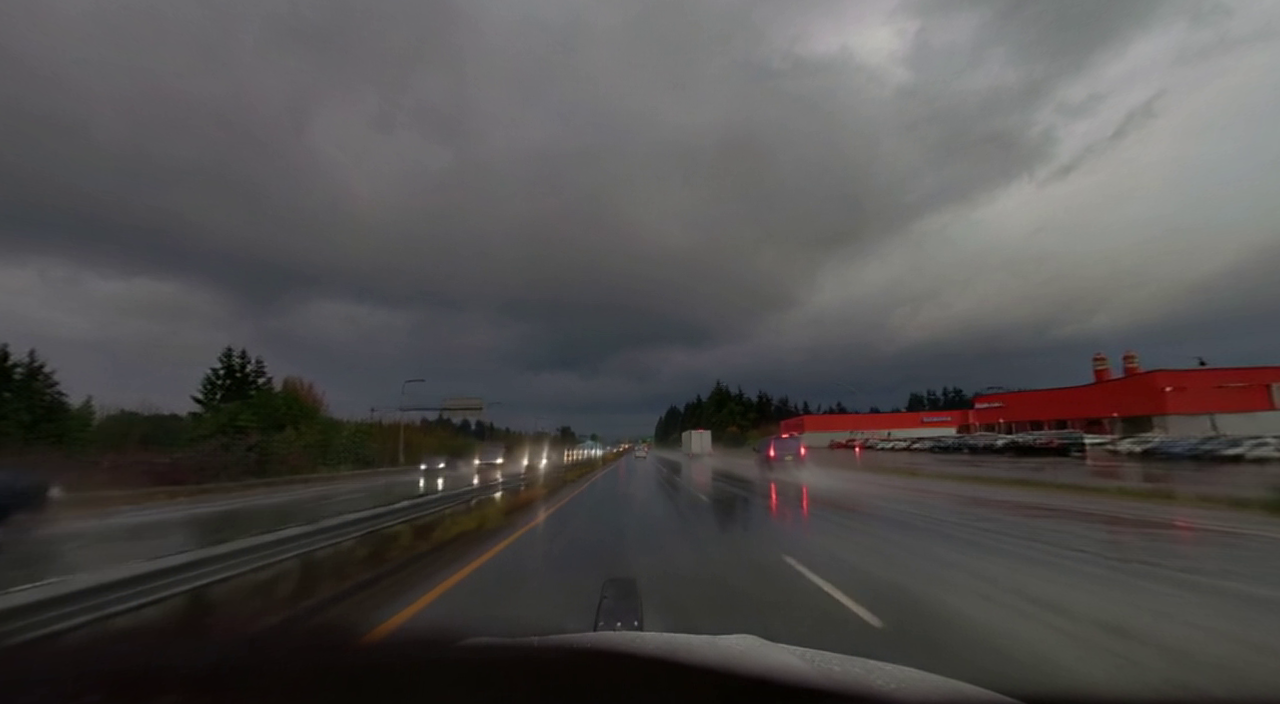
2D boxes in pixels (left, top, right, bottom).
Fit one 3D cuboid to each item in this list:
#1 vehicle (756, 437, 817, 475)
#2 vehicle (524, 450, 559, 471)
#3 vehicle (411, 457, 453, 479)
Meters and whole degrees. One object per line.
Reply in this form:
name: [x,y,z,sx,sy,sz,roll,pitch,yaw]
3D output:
vehicle: [8.017,5.757,34.980,2.156,1.943,5.010,0,-9,0]
vehicle: [-7.545,8.351,48.690,1.971,1.520,4.310,-1,-9,1]
vehicle: [-15.931,8.874,48.347,1.862,1.517,4.136,0,-9,0]
